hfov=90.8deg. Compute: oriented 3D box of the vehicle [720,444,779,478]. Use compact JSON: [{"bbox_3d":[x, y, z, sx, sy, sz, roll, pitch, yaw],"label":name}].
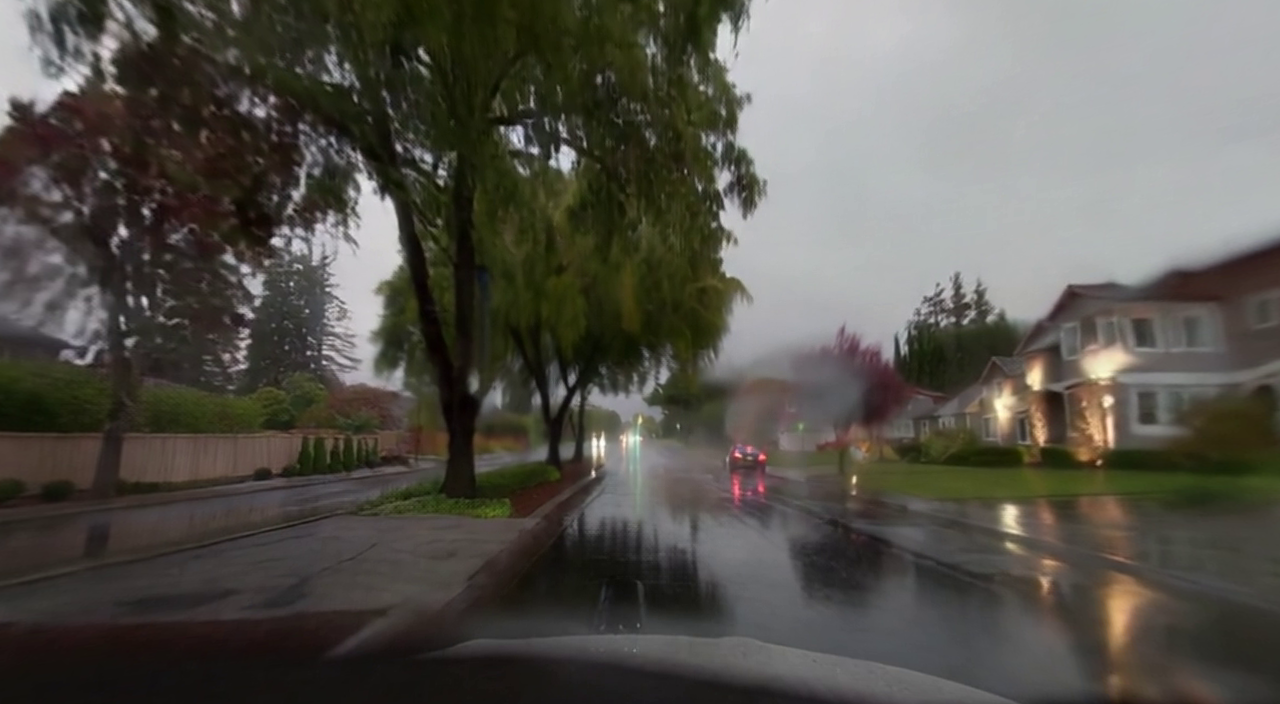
[{"bbox_3d":[5.050,5.063,29.690,1.904,1.475,4.386,0,-8,-1],"label":"vehicle"}]
